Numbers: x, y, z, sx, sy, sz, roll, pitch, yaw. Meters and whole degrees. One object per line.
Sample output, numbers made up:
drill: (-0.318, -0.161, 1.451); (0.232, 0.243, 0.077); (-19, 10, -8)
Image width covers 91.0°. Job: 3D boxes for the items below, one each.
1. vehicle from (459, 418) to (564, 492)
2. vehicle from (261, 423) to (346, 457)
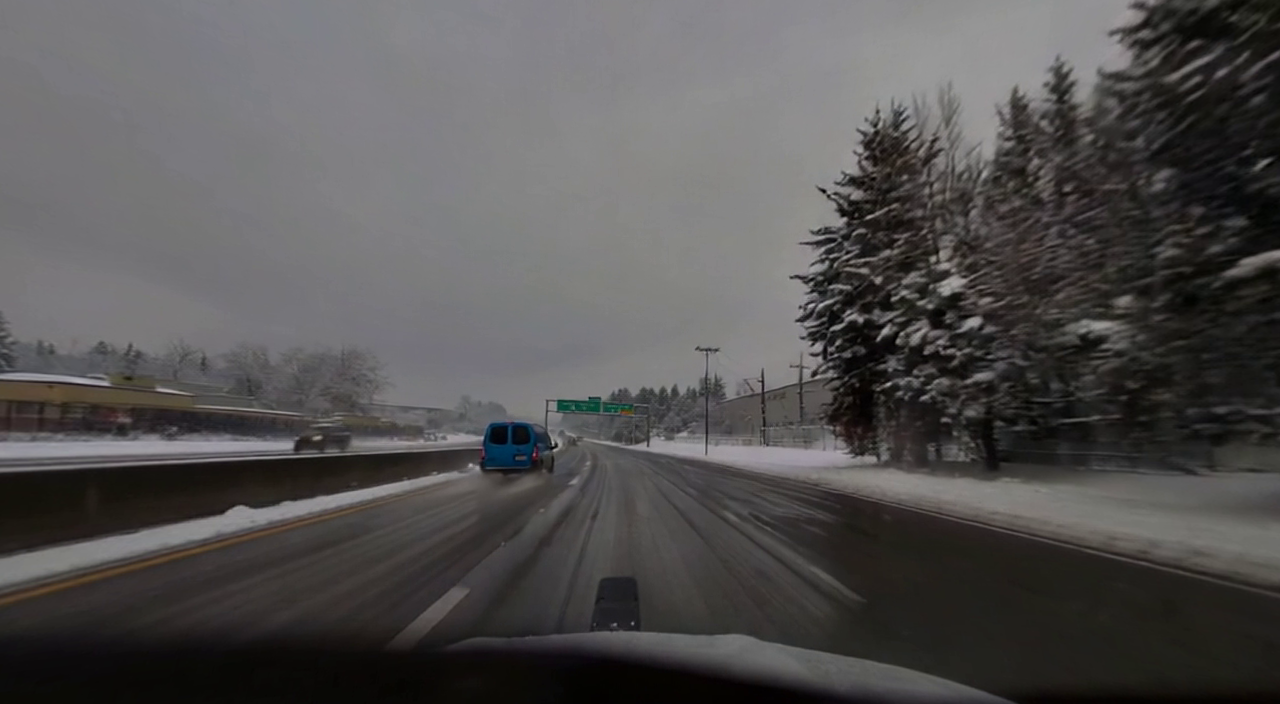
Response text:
vehicle: (-3.653, 3.027, 18.893); (2.260, 1.901, 4.665); (0, -8, -1)
vehicle: (-16.575, 4.384, 31.297); (1.752, 1.504, 4.652); (0, -8, -2)
